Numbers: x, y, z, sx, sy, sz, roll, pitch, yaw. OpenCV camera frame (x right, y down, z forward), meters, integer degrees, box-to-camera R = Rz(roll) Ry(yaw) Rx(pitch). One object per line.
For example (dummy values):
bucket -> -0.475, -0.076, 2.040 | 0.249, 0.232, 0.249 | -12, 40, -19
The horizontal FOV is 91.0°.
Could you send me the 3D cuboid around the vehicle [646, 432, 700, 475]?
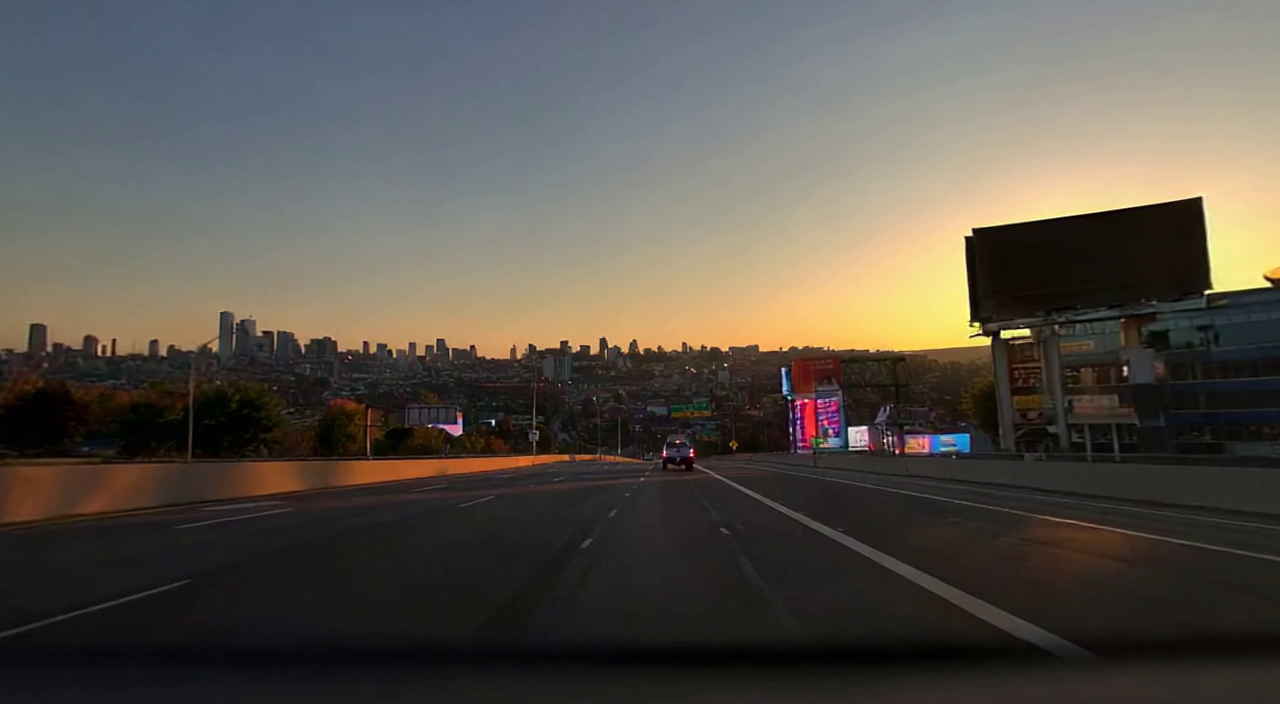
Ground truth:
vehicle -> 1.830, 5.661, 35.202 | 2.740, 2.157, 6.300 | -1, -9, 3
